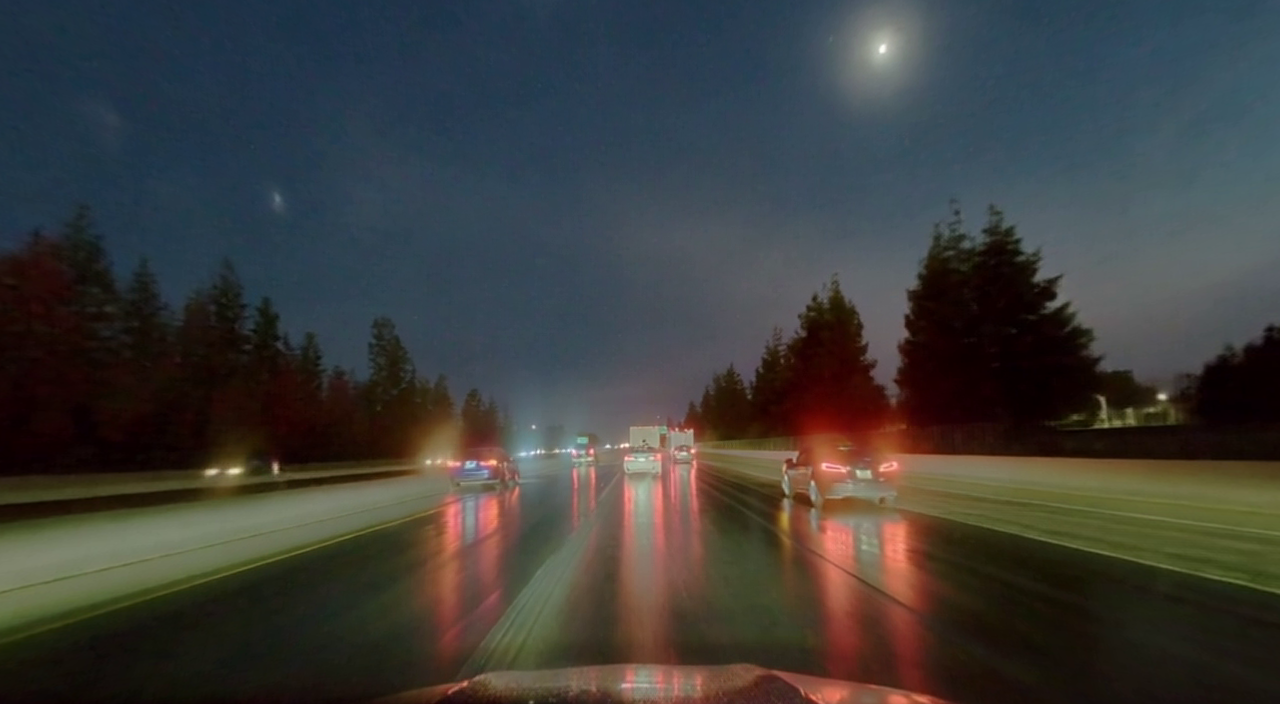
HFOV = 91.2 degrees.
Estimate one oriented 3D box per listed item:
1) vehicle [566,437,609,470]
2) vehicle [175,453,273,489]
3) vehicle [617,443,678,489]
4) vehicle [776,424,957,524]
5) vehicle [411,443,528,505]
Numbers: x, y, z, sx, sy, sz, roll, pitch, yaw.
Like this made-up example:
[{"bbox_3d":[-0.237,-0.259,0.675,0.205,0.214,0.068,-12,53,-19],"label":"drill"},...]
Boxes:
[{"bbox_3d":[-3.256,6.446,39.881,2.230,1.973,4.403,-1,-9,2],"label":"vehicle"},{"bbox_3d":[-20.378,5.806,30.941,1.901,1.582,4.159,-1,-9,1],"label":"vehicle"},{"bbox_3d":[0.252,4.153,23.167,2.015,1.526,4.286,0,-9,0],"label":"vehicle"},{"bbox_3d":[4.260,2.371,12.624,2.018,1.639,4.149,0,-9,-1],"label":"vehicle"},{"bbox_3d":[-4.537,3.297,17.438,1.967,1.473,4.439,0,-9,1],"label":"vehicle"}]
